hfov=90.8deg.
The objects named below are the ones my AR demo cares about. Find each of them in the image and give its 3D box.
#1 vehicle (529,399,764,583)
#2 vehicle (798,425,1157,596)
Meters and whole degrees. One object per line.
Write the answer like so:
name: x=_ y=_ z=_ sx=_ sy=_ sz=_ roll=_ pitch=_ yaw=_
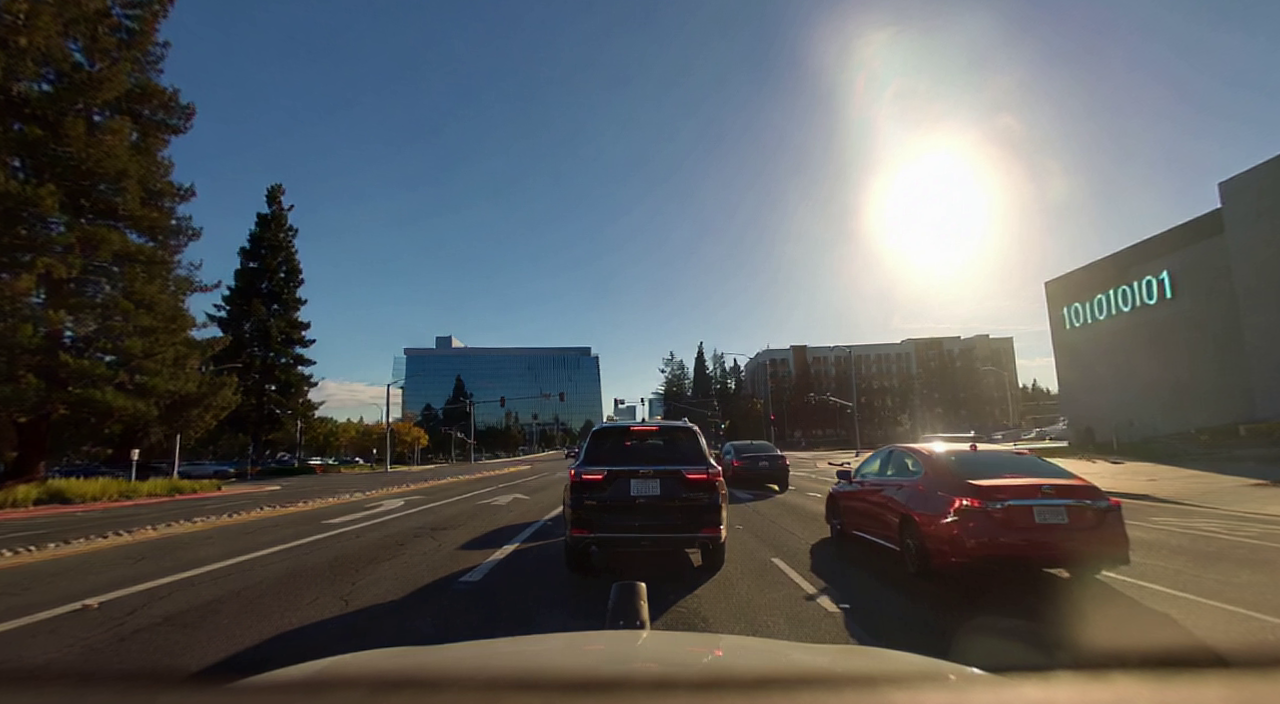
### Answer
vehicle: x=0.059 y=1.655 z=8.256 sx=2.266 sy=1.762 sz=4.131 roll=0 pitch=-9 yaw=0
vehicle: x=3.507 y=1.721 z=7.747 sx=1.997 sy=1.471 sz=4.321 roll=0 pitch=-9 yaw=0
